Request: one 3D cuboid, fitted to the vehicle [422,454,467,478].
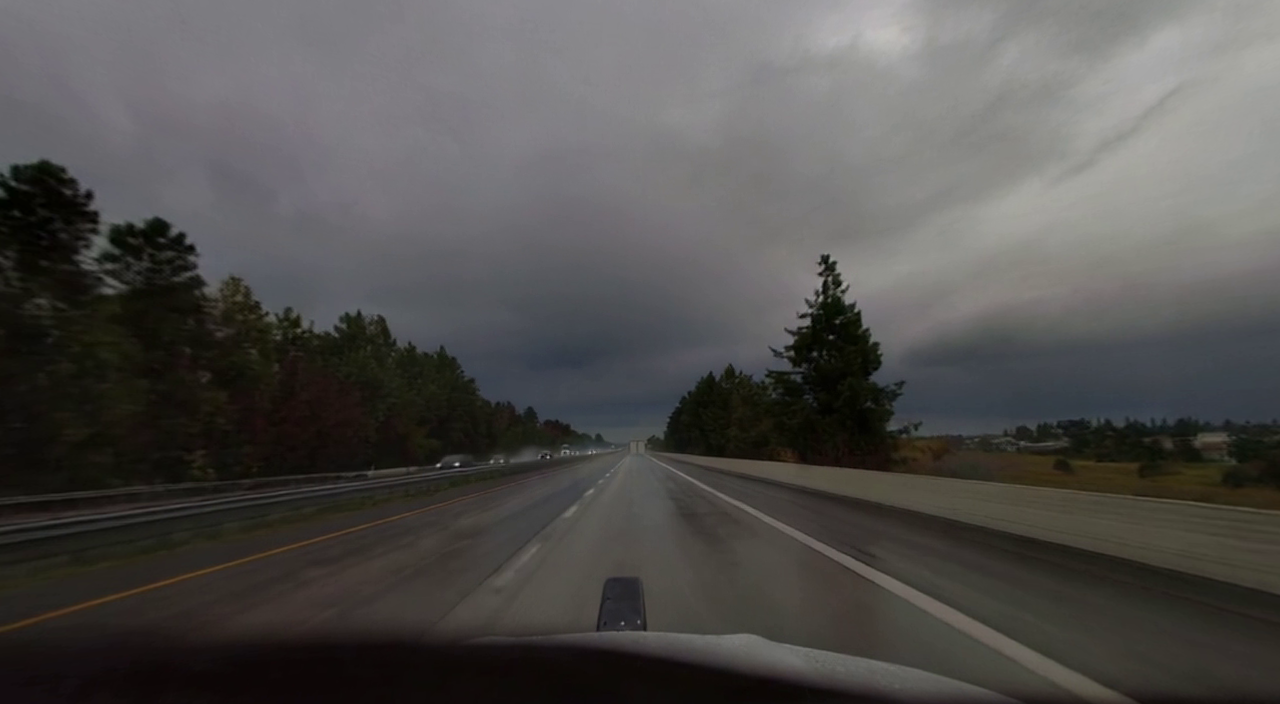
[{"bbox_3d":[-12.872,7.512,41.729,1.775,1.422,3.753,0,-9,-1],"label":"vehicle"}]
